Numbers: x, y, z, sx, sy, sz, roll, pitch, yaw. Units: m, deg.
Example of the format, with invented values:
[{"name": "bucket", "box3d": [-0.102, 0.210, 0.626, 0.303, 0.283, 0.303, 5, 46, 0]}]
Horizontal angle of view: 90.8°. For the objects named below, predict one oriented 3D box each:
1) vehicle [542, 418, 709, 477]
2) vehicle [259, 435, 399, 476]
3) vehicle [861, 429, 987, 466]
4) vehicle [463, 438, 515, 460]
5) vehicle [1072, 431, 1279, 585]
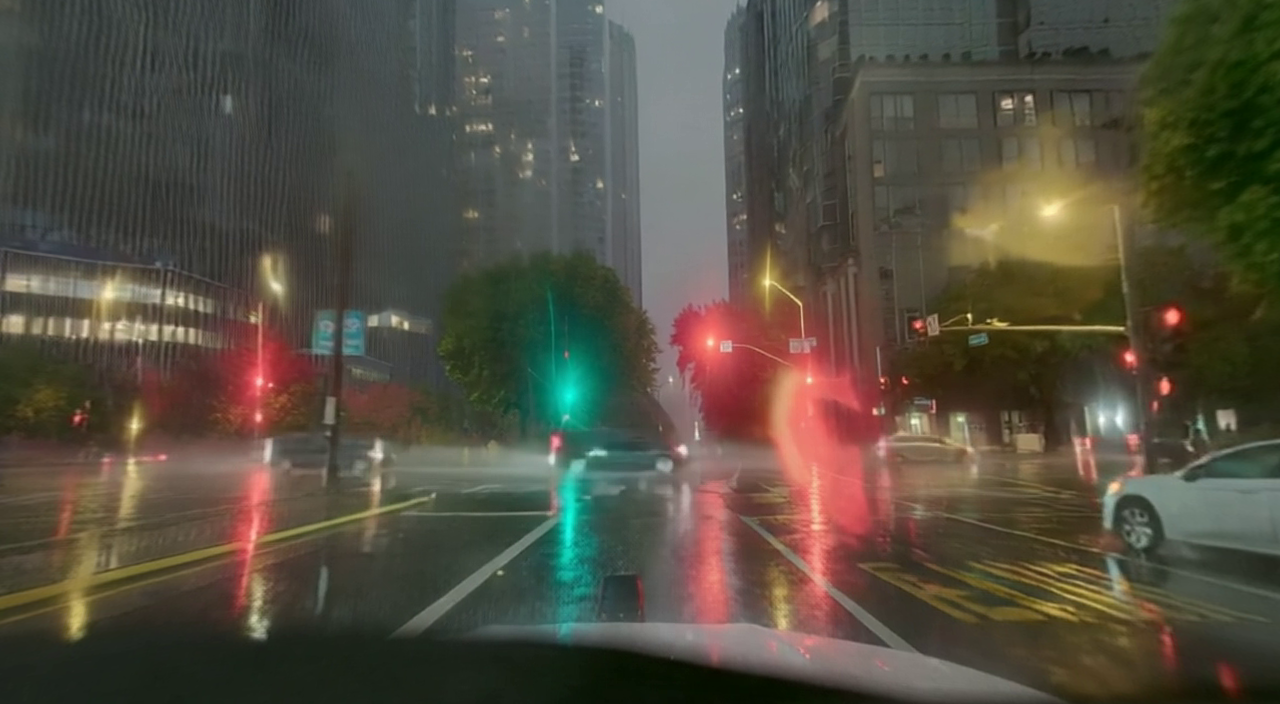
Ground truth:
[{"name": "vehicle", "box3d": [-0.546, 3.397, 22.588, 5.659, 1.967, 2.149, 0, -9, -4]}, {"name": "vehicle", "box3d": [-12.097, 4.053, 24.834, 4.482, 1.492, 1.805, 0, -9, -4]}, {"name": "vehicle", "box3d": [12.021, 4.065, 26.883, 4.503, 1.475, 1.789, 0, -9, -4]}, {"name": "vehicle", "box3d": [-10.803, 6.988, 45.493, 1.964, 1.476, 4.593, -2, -9, 10]}, {"name": "vehicle", "box3d": [7.203, 1.571, 6.531, 1.936, 1.489, 4.885, 0, -9, -1]}]
